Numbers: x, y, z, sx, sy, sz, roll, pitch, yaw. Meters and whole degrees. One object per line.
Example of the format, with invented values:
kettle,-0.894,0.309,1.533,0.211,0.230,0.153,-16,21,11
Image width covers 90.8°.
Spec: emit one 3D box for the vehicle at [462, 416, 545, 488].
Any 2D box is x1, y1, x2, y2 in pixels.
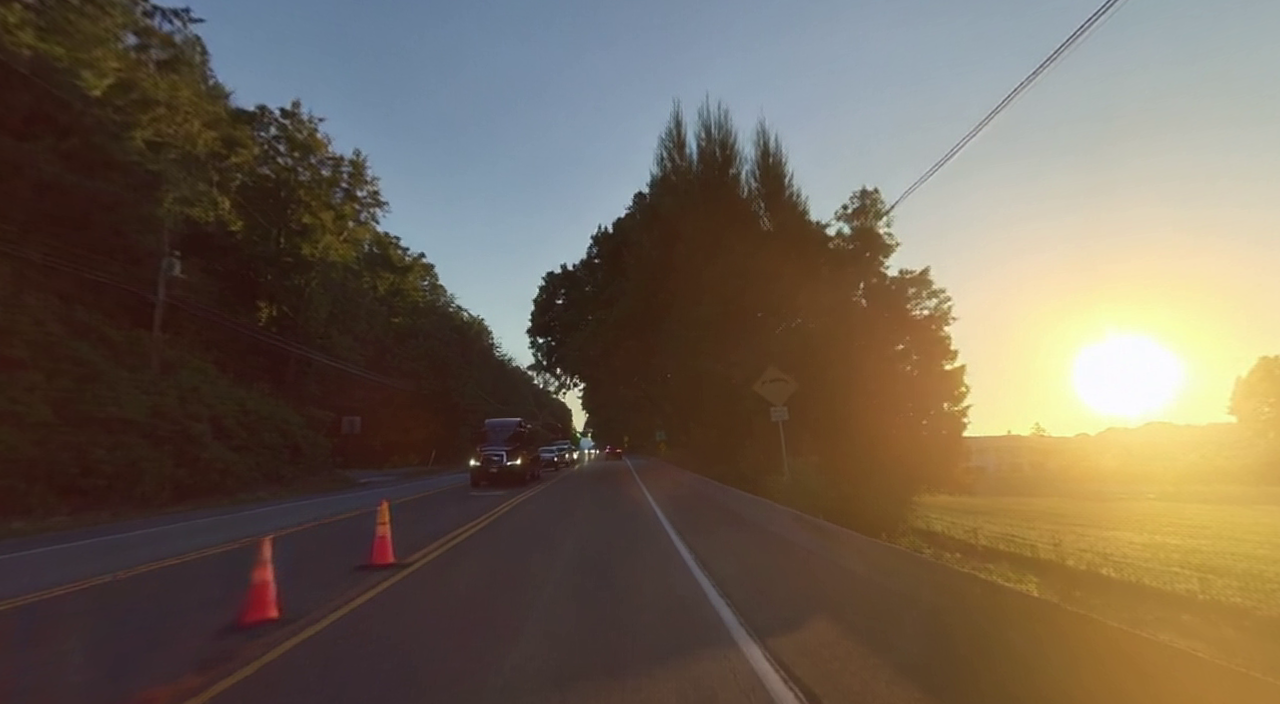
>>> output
vehicle,-5.052,3.759,24.017,2.380,2.488,4.028,0,-8,-2
